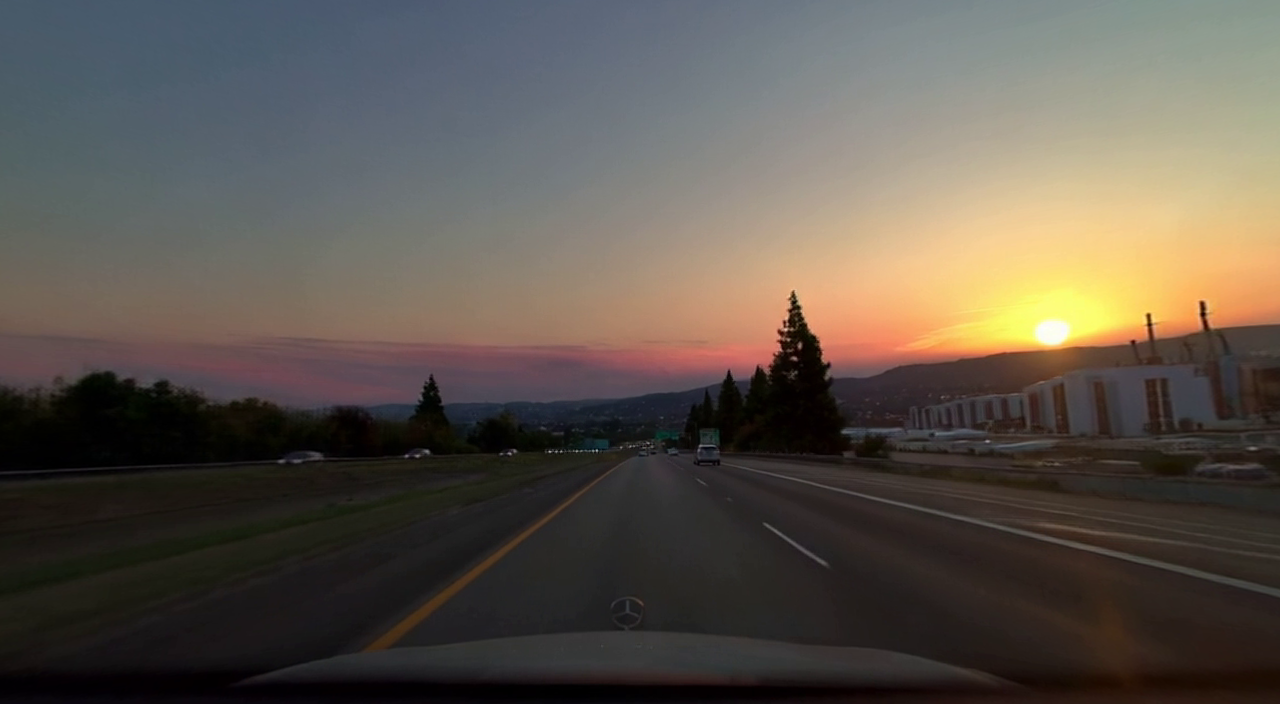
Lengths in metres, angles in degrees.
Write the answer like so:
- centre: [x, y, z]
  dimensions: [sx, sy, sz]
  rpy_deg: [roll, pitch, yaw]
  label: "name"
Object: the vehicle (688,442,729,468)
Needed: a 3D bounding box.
- centre: [4.207, 6.381, 39.286]
  dimensions: [2.062, 1.518, 4.026]
  rpy_deg: [0, -8, 0]
  label: "vehicle"
